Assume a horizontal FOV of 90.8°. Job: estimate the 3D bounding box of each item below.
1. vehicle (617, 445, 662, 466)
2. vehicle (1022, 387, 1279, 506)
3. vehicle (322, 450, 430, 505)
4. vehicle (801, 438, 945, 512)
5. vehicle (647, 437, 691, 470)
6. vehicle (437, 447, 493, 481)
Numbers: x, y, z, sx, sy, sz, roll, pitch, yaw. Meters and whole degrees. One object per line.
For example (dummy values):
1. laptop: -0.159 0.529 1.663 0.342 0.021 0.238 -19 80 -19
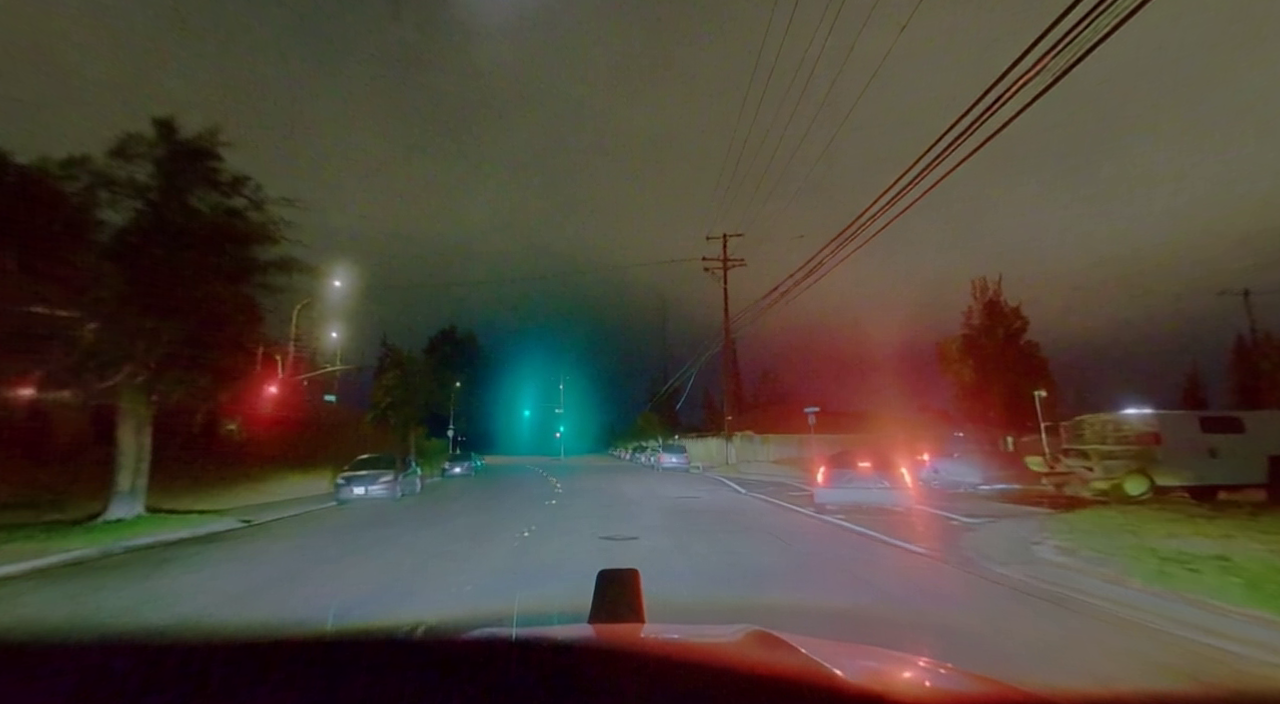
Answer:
1. vehicle: -0.114 8.087 49.315 1.856 1.512 4.292 4 -10 -25
2. vehicle: 18.086 2.974 19.965 10.500 3.344 2.906 1 -9 -8
3. vehicle: -7.816 3.707 19.159 1.997 1.456 4.319 1 -9 -9
4. vehicle: 6.163 3.125 16.471 1.944 1.636 4.140 -9 -12 43
5. vehicle: 1.809 6.649 41.578 2.173 1.992 5.891 1 -9 -4
6. vehicle: -8.556 5.380 30.560 2.033 1.477 4.626 4 -10 -21
